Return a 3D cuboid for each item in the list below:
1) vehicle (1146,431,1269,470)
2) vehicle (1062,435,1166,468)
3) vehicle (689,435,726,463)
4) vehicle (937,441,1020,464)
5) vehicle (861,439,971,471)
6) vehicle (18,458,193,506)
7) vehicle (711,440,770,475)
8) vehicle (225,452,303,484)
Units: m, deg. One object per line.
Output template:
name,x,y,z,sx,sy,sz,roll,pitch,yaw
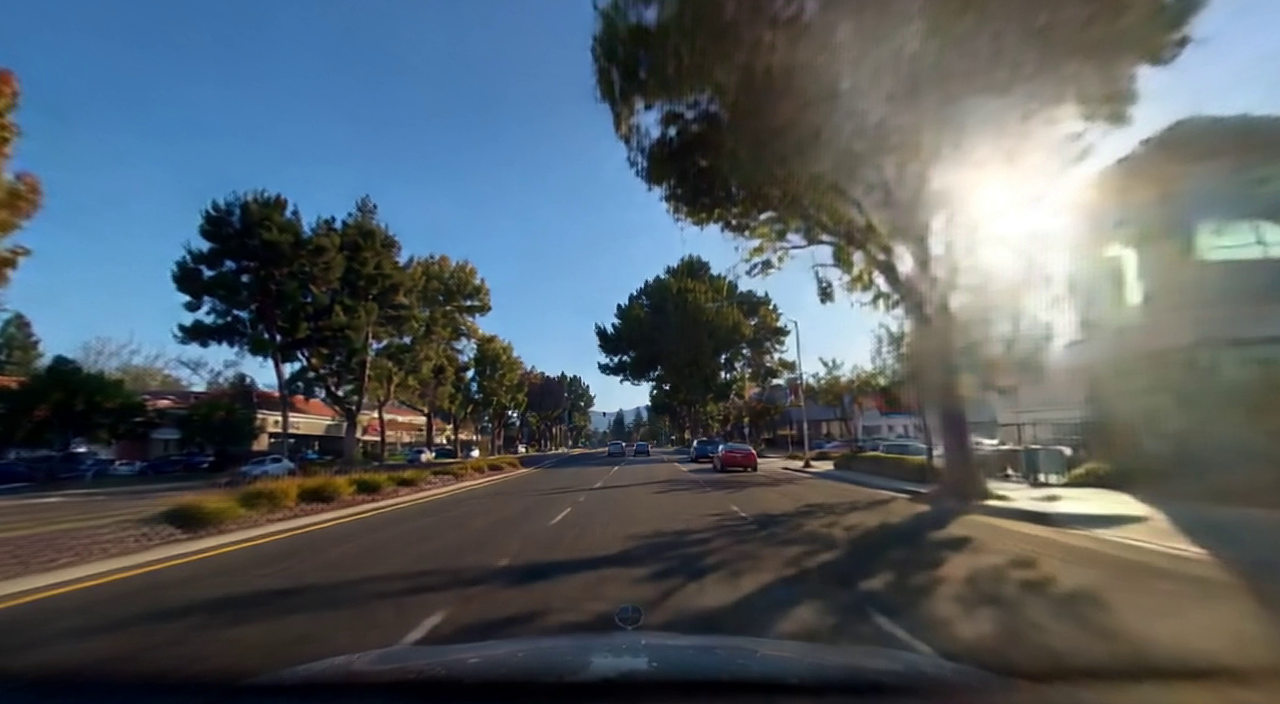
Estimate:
vehicle,27.310,4.736,30.412,4.107,1.633,1.974,-1,-8,-5
vehicle,26.751,5.609,35.655,4.147,1.545,2.108,-3,-9,-4
vehicle,4.915,7.115,46.367,2.140,1.921,4.431,0,-8,-1
vehicle,23.196,6.907,43.322,4.470,1.497,2.128,0,-8,0
vehicle,14.600,5.469,33.526,4.909,1.463,1.924,-2,-9,1
vehicle,-20.153,4.874,24.089,1.822,1.479,4.692,-3,-9,20
vehicle,4.441,4.730,28.554,1.916,1.459,4.335,0,-8,-1
vehicle,-22.045,6.777,37.189,1.997,1.637,4.386,-2,-8,-1
